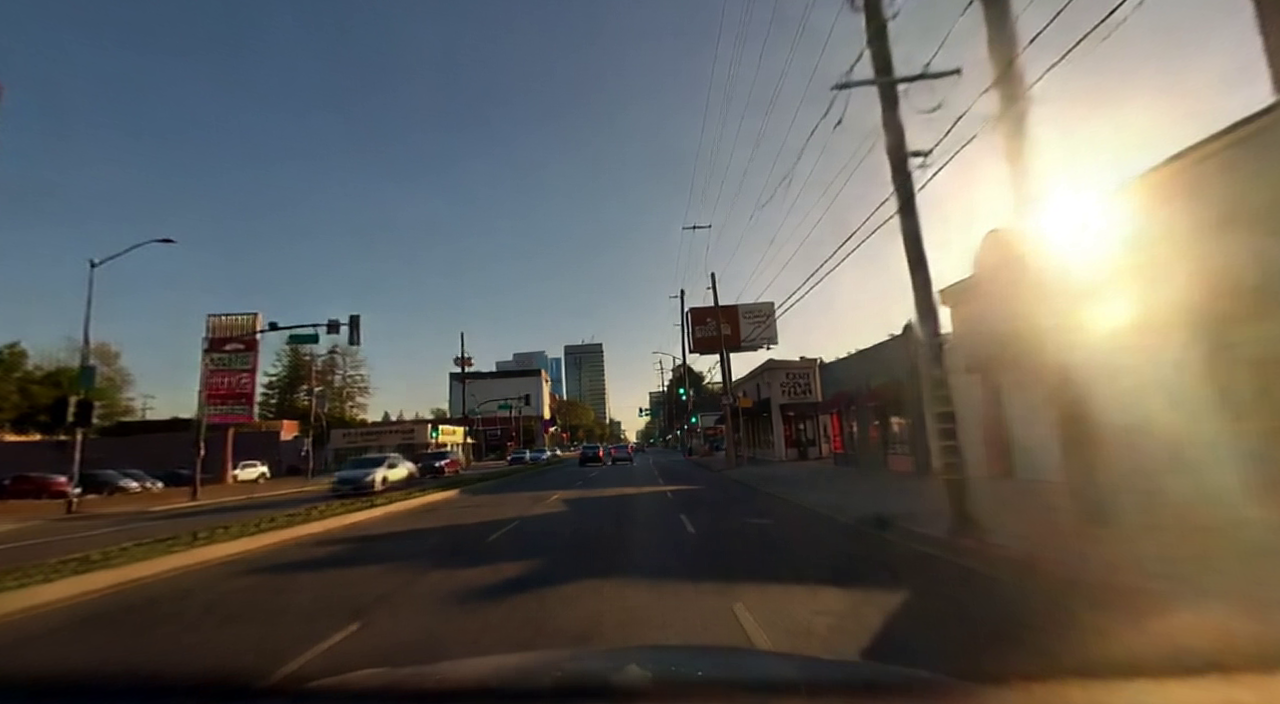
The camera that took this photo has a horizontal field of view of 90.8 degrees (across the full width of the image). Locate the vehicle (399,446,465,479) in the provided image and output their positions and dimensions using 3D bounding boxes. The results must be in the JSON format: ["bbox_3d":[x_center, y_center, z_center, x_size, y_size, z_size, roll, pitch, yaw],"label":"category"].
[{"bbox_3d":[-12.772,6.783,39.131,2.347,1.857,4.860,0,-9,1],"label":"vehicle"}]

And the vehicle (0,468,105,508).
[{"bbox_3d":[-28.879,6.514,30.462,1.969,1.636,4.136,-5,-10,27],"label":"vehicle"}]

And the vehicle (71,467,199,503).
[{"bbox_3d":[-24.831,6.506,31.243,1.985,1.469,4.428,-5,-10,27],"label":"vehicle"}]

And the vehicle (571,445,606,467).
[{"bbox_3d":[-3.576,7.300,44.559,1.962,1.420,4.021,-1,-9,2],"label":"vehicle"}]

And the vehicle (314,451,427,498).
[{"bbox_3d":[-9.402,4.267,22.484,2.050,1.457,4.338,0,-9,1],"label":"vehicle"}]
